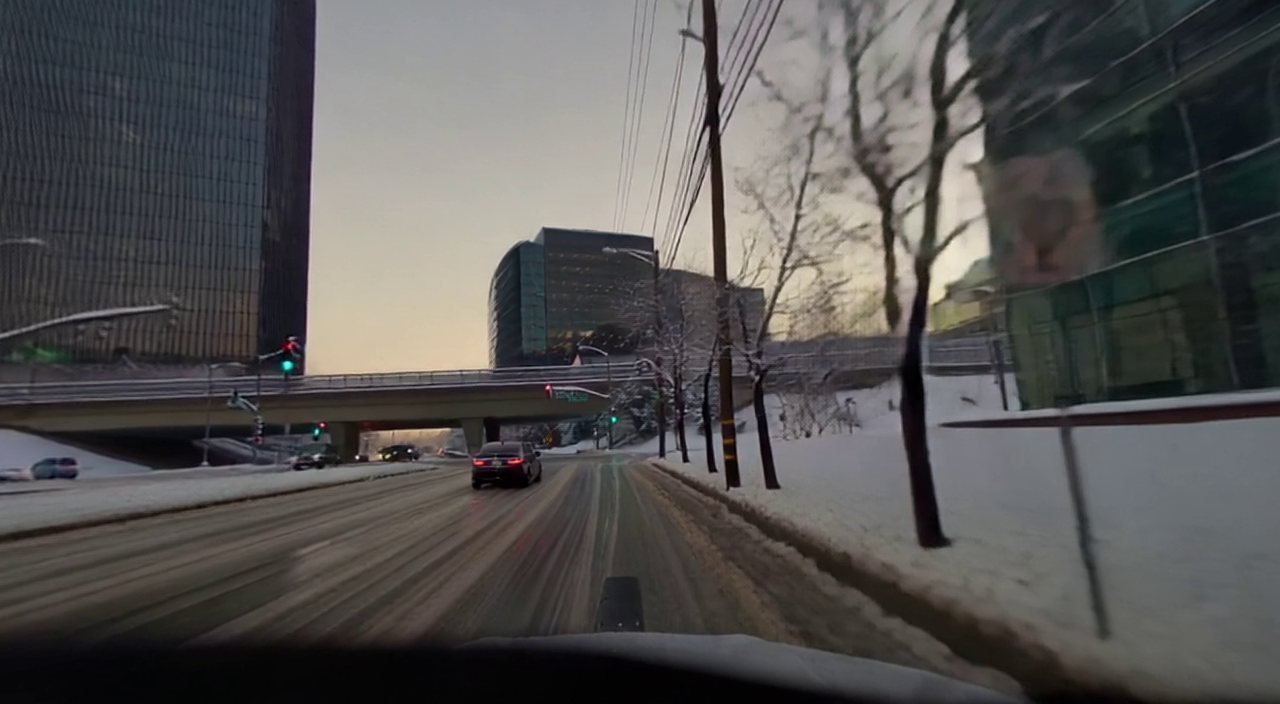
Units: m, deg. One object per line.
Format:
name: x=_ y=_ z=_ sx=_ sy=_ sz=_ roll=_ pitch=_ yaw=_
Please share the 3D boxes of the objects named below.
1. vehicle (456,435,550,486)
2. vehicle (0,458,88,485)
vehicle: x=-4.325 y=3.507 z=20.783 sx=2.154 sy=1.465 sz=4.532 roll=0 pitch=-8 yaw=-1
vehicle: x=-36.606 y=7.159 z=37.943 sx=4.708 sy=1.466 sz=2.085 roll=1 pitch=-9 yaw=-8
